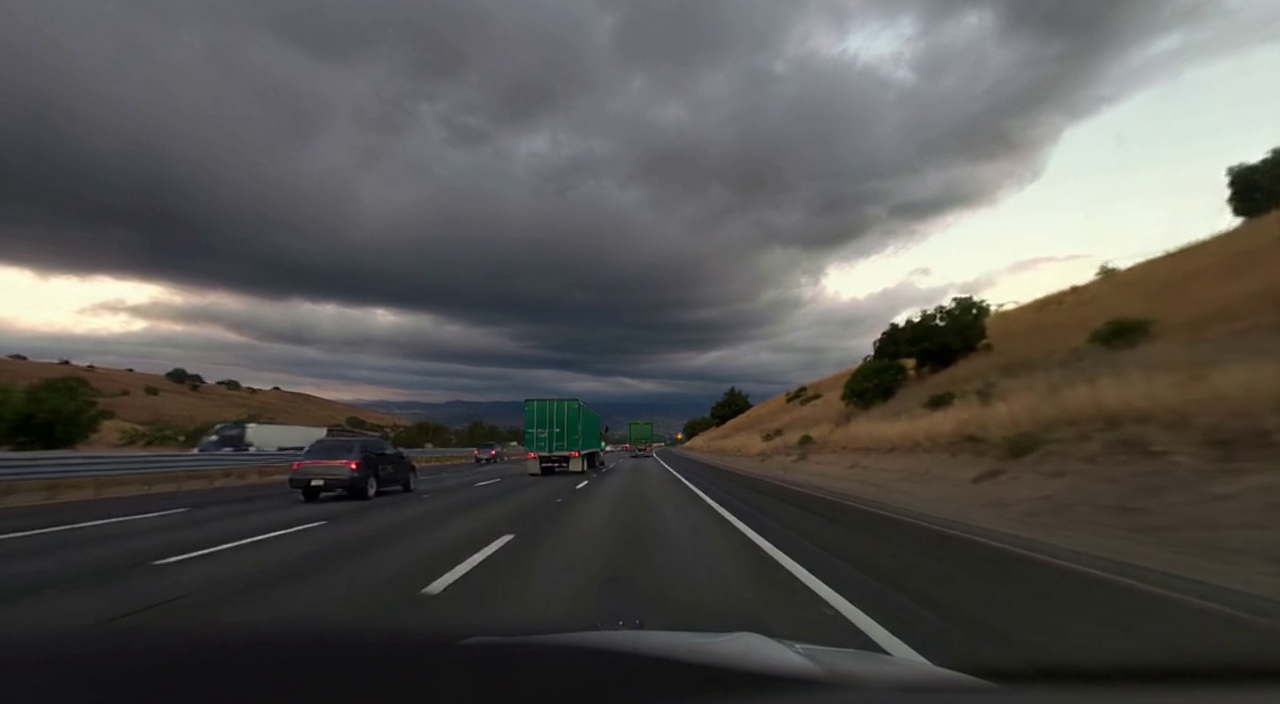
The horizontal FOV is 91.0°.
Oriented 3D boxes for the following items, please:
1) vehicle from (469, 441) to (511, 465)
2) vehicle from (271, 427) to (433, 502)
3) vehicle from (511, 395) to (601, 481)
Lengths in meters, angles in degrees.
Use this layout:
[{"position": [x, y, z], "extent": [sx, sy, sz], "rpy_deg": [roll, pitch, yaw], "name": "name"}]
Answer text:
[{"position": [-10.789, 7.284, 45.500], "extent": [1.964, 1.652, 4.071], "rpy_deg": [0, -9, 1], "name": "vehicle"}, {"position": [-7.528, 3.004, 17.161], "extent": [2.125, 1.725, 4.715], "rpy_deg": [0, -9, 0], "name": "vehicle"}, {"position": [-3.577, 4.166, 29.971], "extent": [2.789, 3.271, 10.894], "rpy_deg": [1, -9, 0], "name": "vehicle"}]
